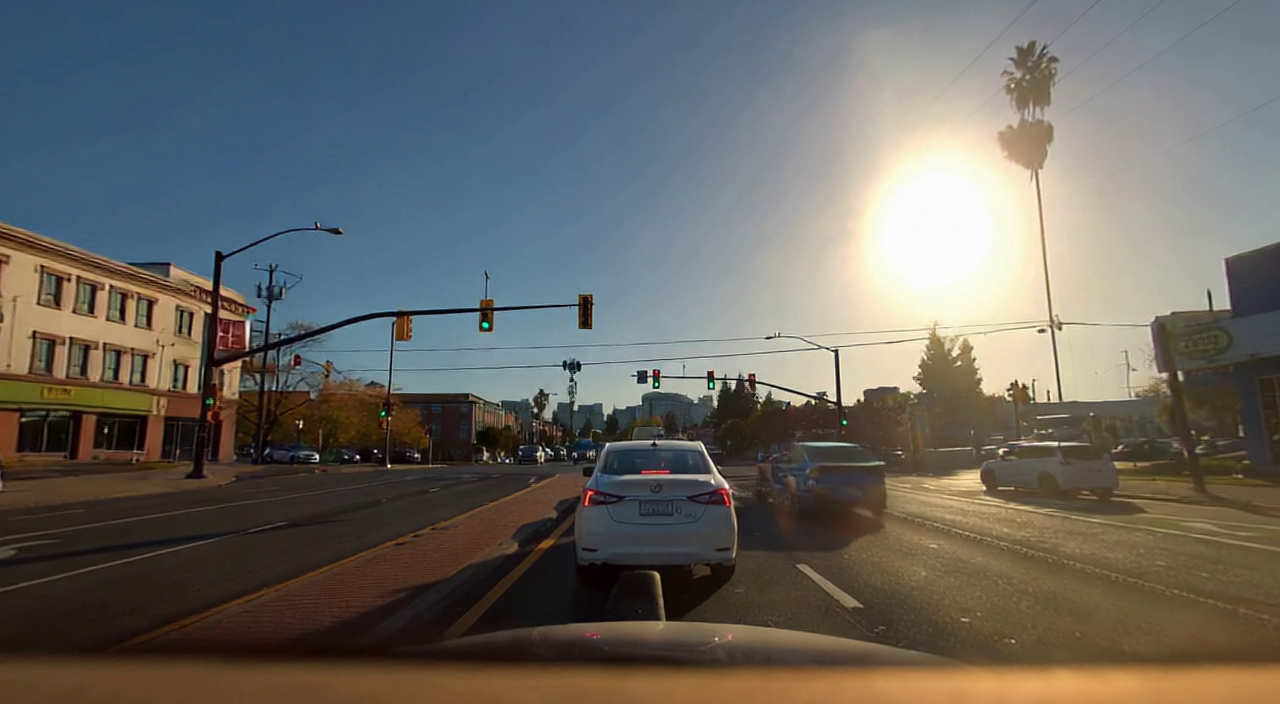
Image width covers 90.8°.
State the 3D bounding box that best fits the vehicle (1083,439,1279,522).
[{"bbox_3d":[14.174,3.107,15.953,2.235,1.721,5.230,0,-9,1],"label":"vehicle"}]

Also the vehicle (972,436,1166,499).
[{"bbox_3d":[14.065,3.815,21.368,2.309,1.819,5.793,1,-9,-3],"label":"vehicle"}]

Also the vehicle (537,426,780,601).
[{"bbox_3d":[0.131,1.706,7.580,2.067,1.471,4.241,0,-9,-1],"label":"vehicle"}]
